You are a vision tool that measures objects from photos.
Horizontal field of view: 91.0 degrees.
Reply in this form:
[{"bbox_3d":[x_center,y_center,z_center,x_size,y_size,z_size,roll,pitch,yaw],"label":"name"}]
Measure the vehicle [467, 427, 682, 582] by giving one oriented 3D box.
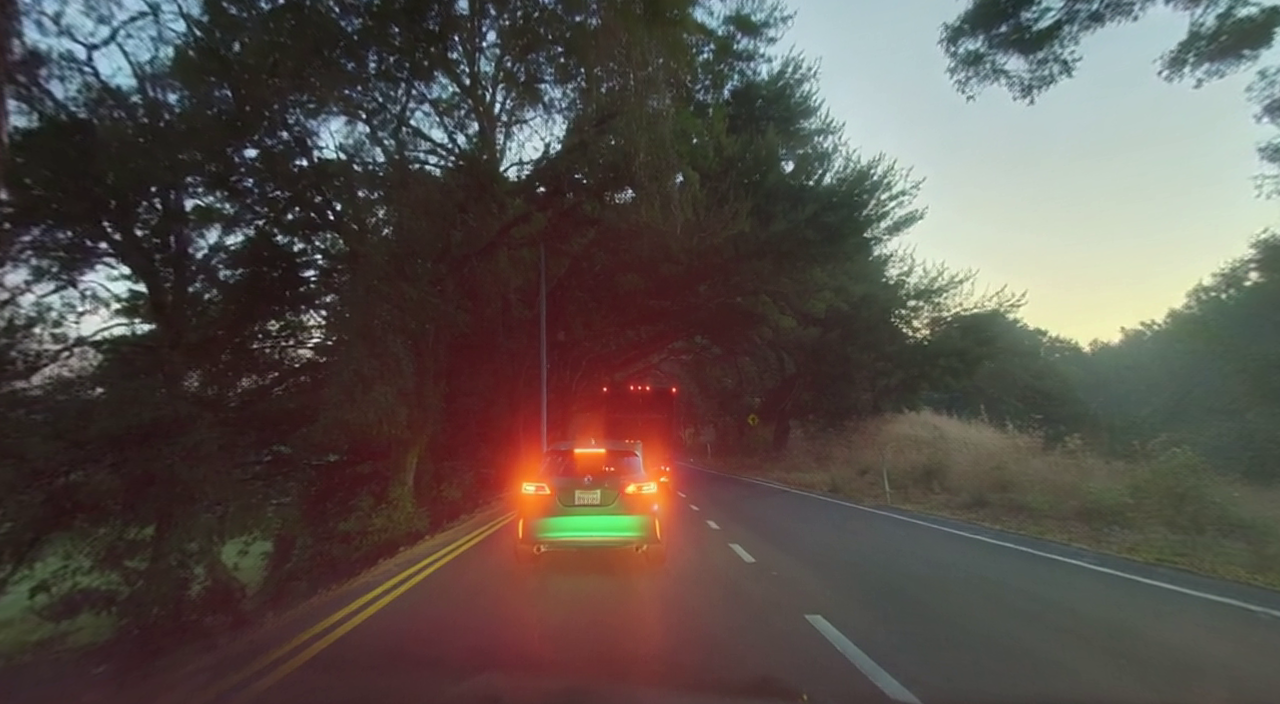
[{"bbox_3d":[-0.625,1.795,8.213,2.076,1.490,4.078,0,-9,0],"label":"vehicle"}]
